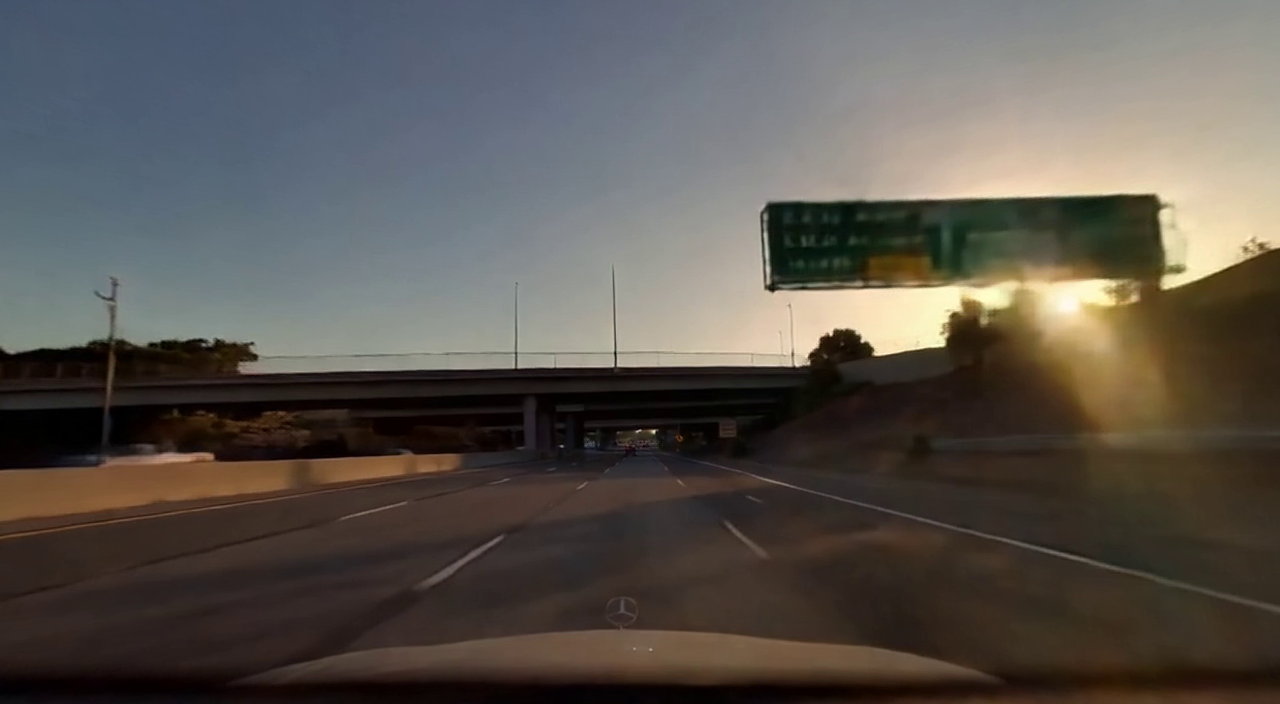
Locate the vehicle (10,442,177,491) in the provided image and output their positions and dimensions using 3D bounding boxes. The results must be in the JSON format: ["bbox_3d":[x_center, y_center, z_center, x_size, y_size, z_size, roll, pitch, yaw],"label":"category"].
[{"bbox_3d":[-21.121,4.414,24.750,2.197,1.703,4.795,0,-9,0],"label":"vehicle"}]
